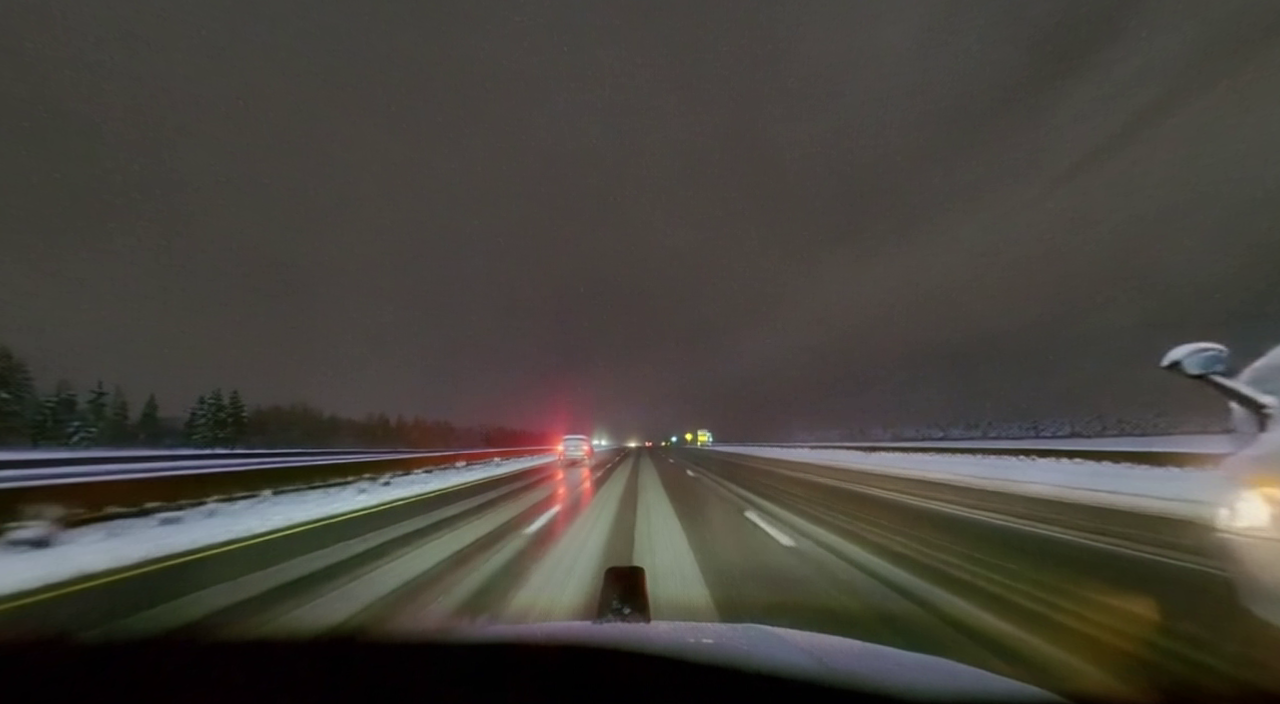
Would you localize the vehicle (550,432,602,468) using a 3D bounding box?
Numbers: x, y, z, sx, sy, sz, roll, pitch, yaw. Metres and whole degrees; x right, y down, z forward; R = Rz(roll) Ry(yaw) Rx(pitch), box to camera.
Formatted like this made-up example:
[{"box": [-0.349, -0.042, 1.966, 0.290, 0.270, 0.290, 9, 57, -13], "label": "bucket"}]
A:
[{"box": [-3.206, 5.042, 32.666, 2.189, 1.707, 4.692, 0, -8, 0], "label": "vehicle"}]
